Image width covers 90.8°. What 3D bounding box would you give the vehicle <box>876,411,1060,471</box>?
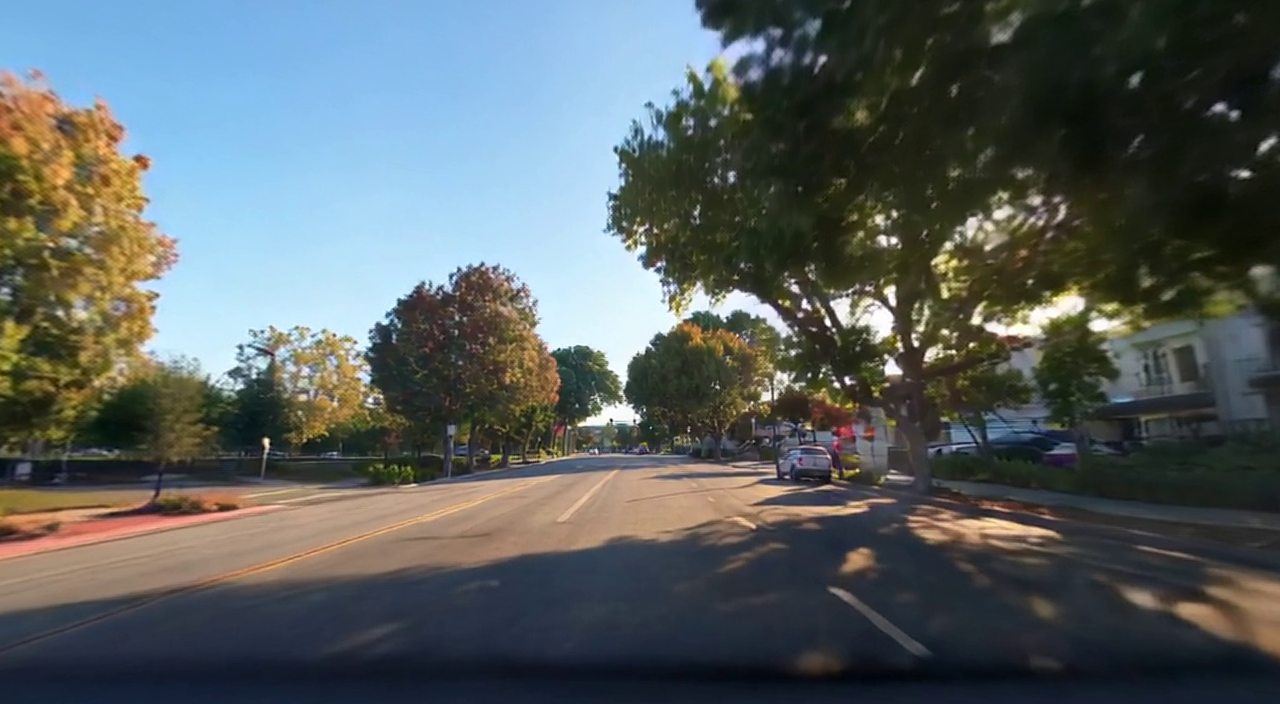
[{"bbox_3d":[17.449,4.807,34.102,8.016,2.965,3.192,-1,-8,1],"label":"vehicle"}]

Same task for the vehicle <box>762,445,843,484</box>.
[{"bbox_3d":[6.600,4.597,26.213,1.993,1.461,4.269,0,-9,-3],"label":"vehicle"}]
